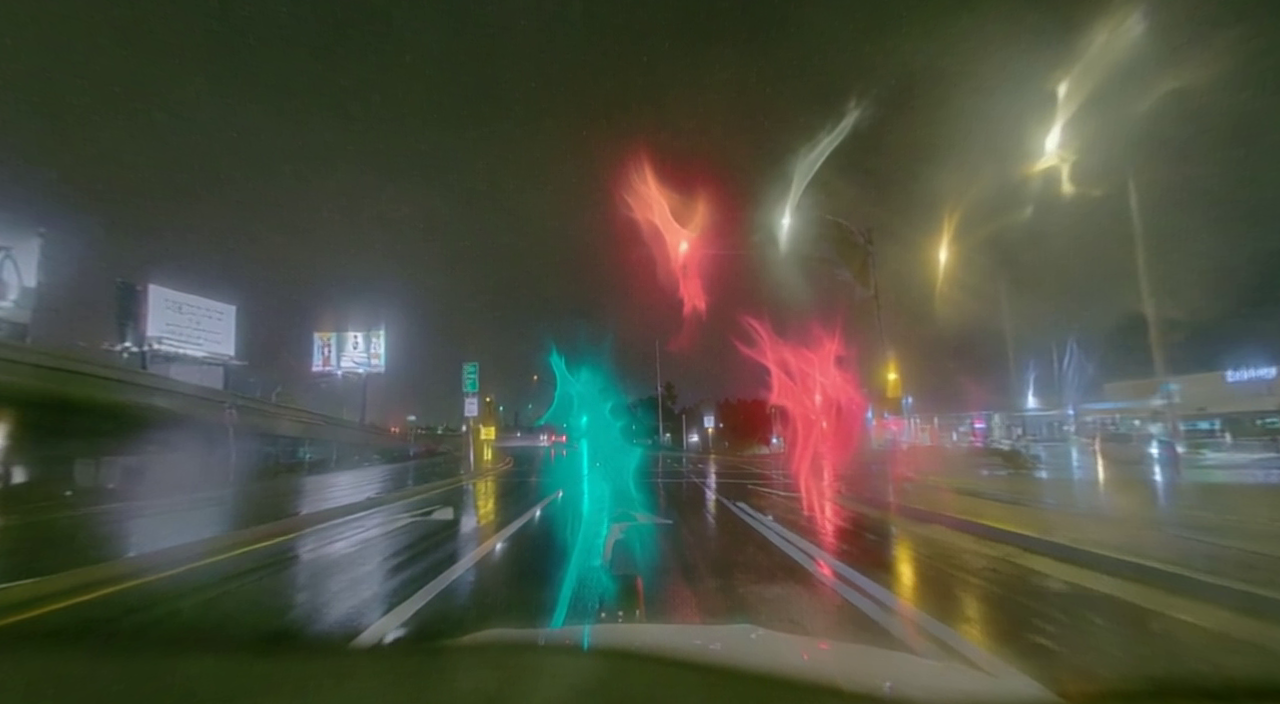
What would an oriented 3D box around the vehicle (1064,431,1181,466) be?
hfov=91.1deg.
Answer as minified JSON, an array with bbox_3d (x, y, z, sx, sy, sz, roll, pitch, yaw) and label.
[{"bbox_3d":[22.285,4.483,29.156,1.717,1.486,3.824,4,-10,-32],"label":"vehicle"}]
